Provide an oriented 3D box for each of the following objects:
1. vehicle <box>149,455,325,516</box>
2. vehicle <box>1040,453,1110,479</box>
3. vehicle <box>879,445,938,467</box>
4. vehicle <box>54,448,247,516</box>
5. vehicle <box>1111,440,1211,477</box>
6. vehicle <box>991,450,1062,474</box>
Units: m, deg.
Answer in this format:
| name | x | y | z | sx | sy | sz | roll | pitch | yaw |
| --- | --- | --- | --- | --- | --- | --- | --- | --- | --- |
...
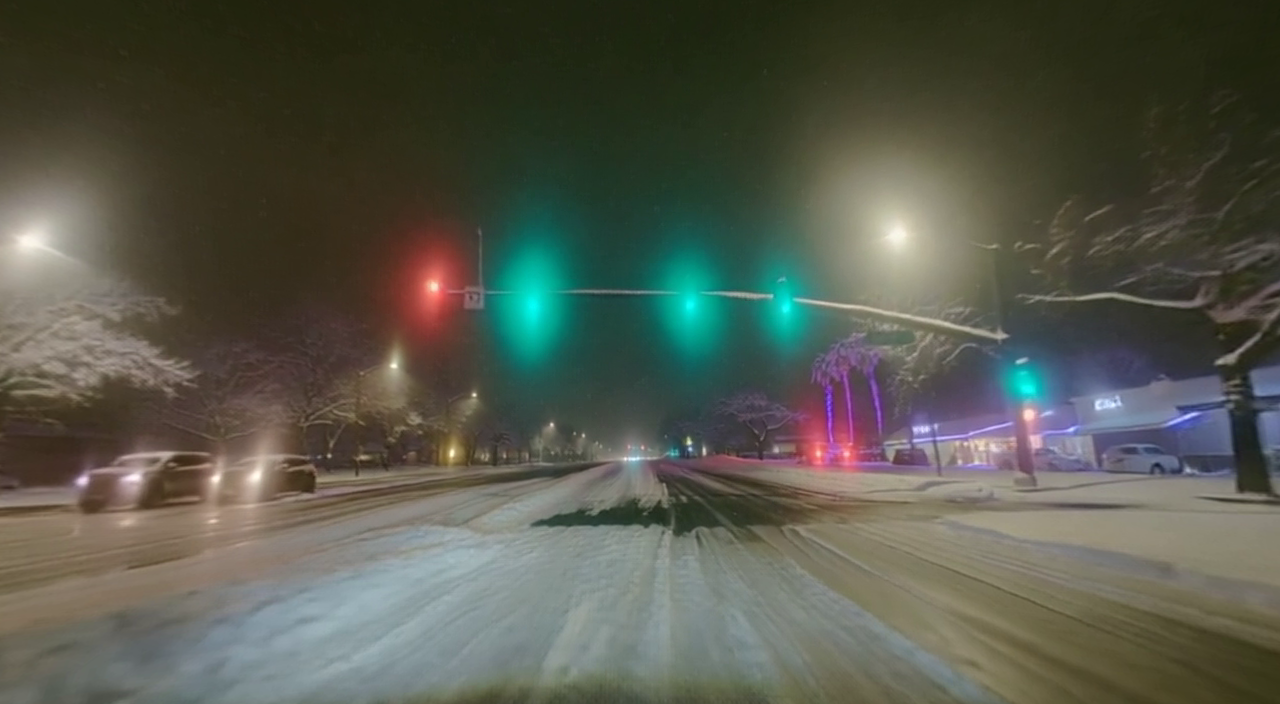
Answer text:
| name | x | y | z | sx | sy | sz | roll | pitch | yaw |
| --- | --- | --- | --- | --- | --- | --- | --- | --- | --- |
| vehicle | -11.246 | 3.727 | 18.141 | 2.019 | 1.434 | 4.622 | 0 | -9 | 0 |
| vehicle | 23.457 | 6.118 | 34.098 | 3.142 | 1.270 | 1.464 | 2 | -10 | -21 |
| vehicle | 20.123 | 7.802 | 47.398 | 3.576 | 1.443 | 1.822 | -2 | -8 | -3 |
| vehicle | -14.563 | 3.840 | 19.298 | 1.976 | 1.758 | 4.986 | 0 | -9 | -2 |
| vehicle | 24.470 | 5.015 | 29.697 | 3.381 | 1.424 | 2.059 | 0 | -11 | -22 |
| vehicle | 22.540 | 6.403 | 36.856 | 3.280 | 1.344 | 1.518 | 2 | -9 | -11 |
